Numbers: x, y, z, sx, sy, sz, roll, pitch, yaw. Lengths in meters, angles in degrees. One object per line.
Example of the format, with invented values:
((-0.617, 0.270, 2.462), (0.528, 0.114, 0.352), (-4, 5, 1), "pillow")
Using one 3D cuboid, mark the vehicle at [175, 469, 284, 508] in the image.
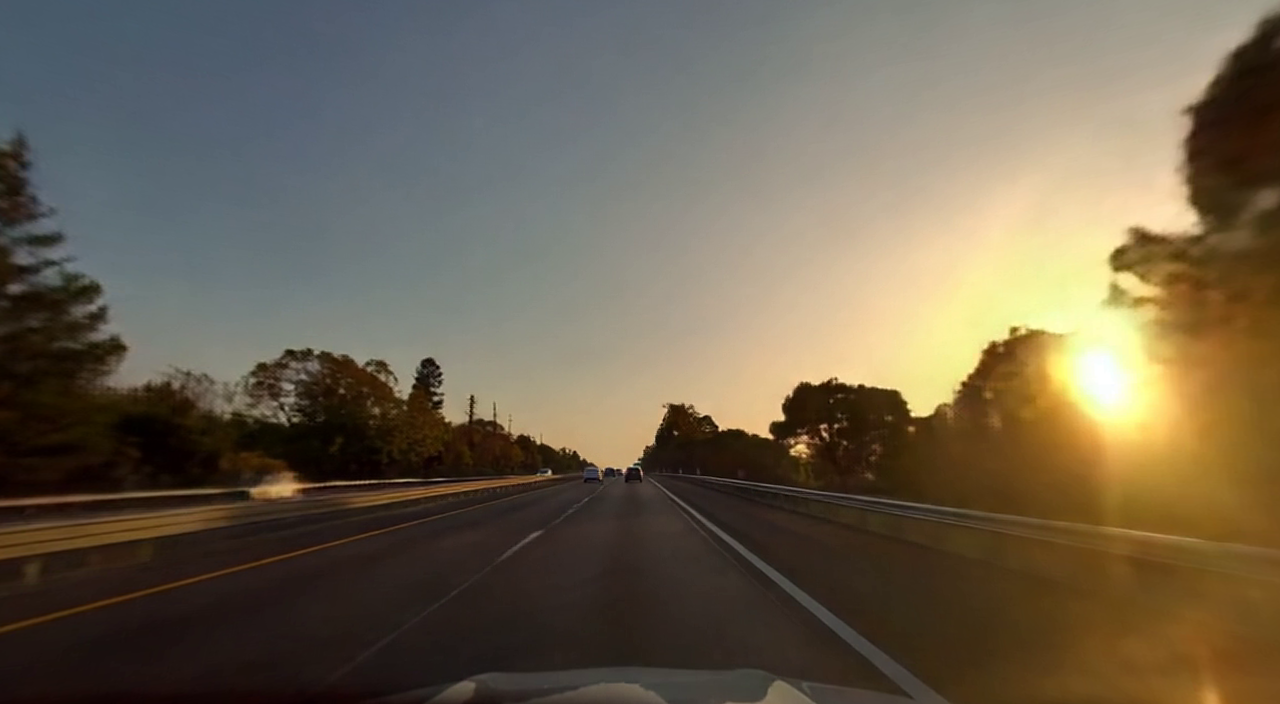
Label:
((-16.948, 5.623, 26.270), (1.822, 1.430, 4.051), (1, -10, -1), "vehicle")
